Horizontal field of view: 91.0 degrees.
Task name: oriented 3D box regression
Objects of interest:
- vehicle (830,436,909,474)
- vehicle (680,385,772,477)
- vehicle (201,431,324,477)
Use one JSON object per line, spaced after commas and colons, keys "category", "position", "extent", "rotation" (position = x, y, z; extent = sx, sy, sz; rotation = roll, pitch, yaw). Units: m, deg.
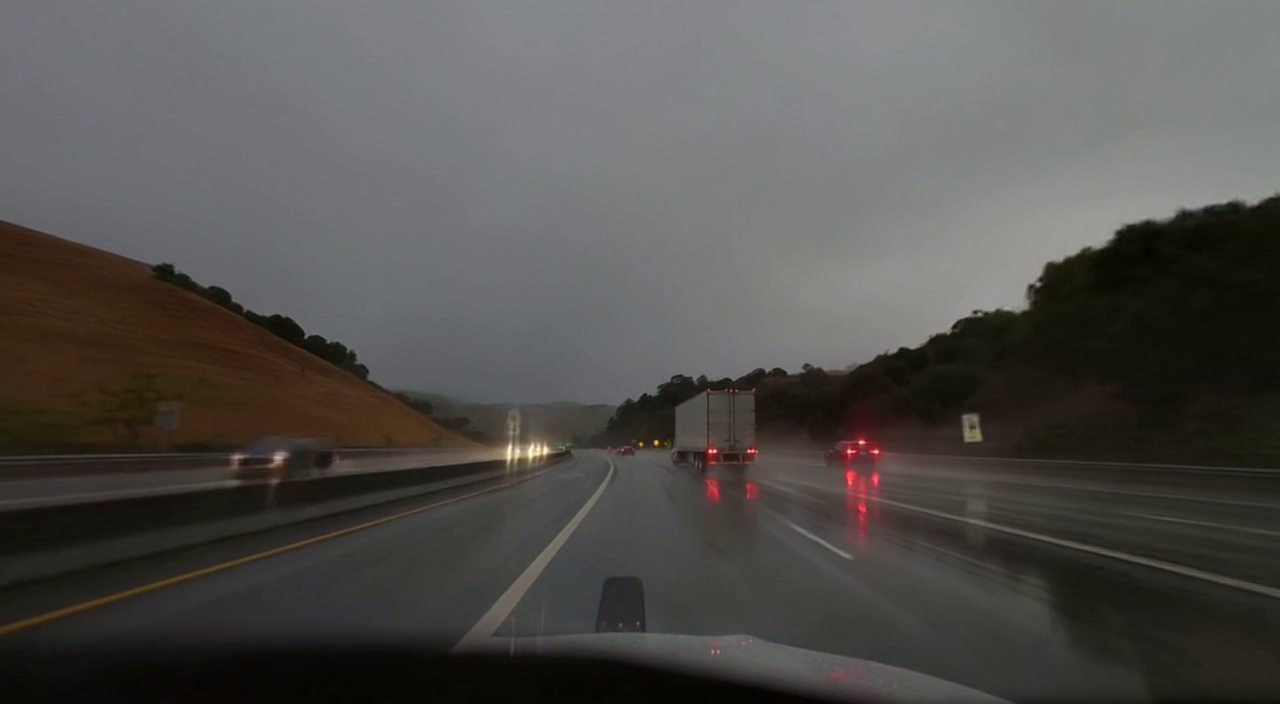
{"category": "vehicle", "position": [11.322, 5.120, 31.498], "extent": [2.046, 1.741, 4.769], "rotation": [0, -9, -1]}
{"category": "vehicle", "position": [4.025, 4.191, 32.549], "extent": [3.049, 3.968, 10.706], "rotation": [0, -9, -1]}
{"category": "vehicle", "position": [-18.486, 5.058, 31.313], "extent": [2.370, 2.038, 5.969], "rotation": [0, -9, 0]}
